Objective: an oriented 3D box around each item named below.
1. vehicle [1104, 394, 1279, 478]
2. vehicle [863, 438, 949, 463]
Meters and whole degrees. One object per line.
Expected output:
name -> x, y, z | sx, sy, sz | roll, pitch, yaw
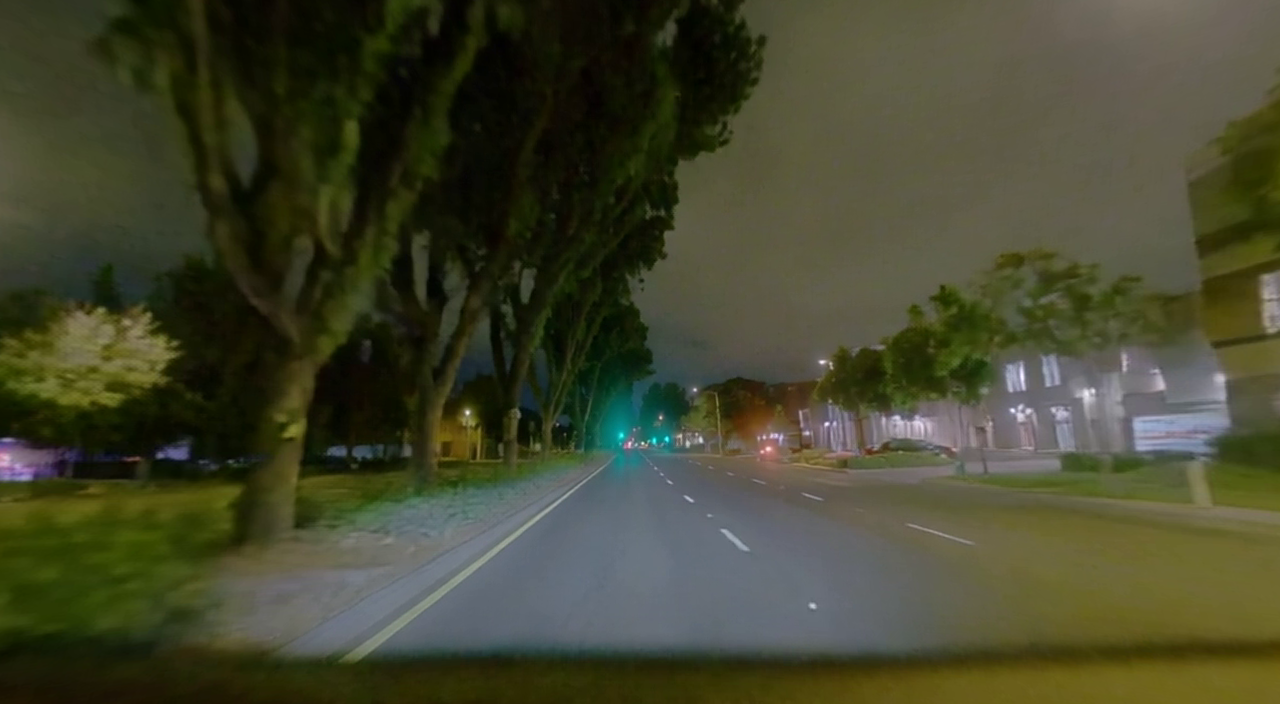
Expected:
vehicle -> 21.652, 3.319, 24.619 | 2.400, 2.851, 5.992 | 0, -9, 0
vehicle -> 16.890, 6.249, 40.257 | 4.505, 1.498, 2.068 | 0, -9, -3
